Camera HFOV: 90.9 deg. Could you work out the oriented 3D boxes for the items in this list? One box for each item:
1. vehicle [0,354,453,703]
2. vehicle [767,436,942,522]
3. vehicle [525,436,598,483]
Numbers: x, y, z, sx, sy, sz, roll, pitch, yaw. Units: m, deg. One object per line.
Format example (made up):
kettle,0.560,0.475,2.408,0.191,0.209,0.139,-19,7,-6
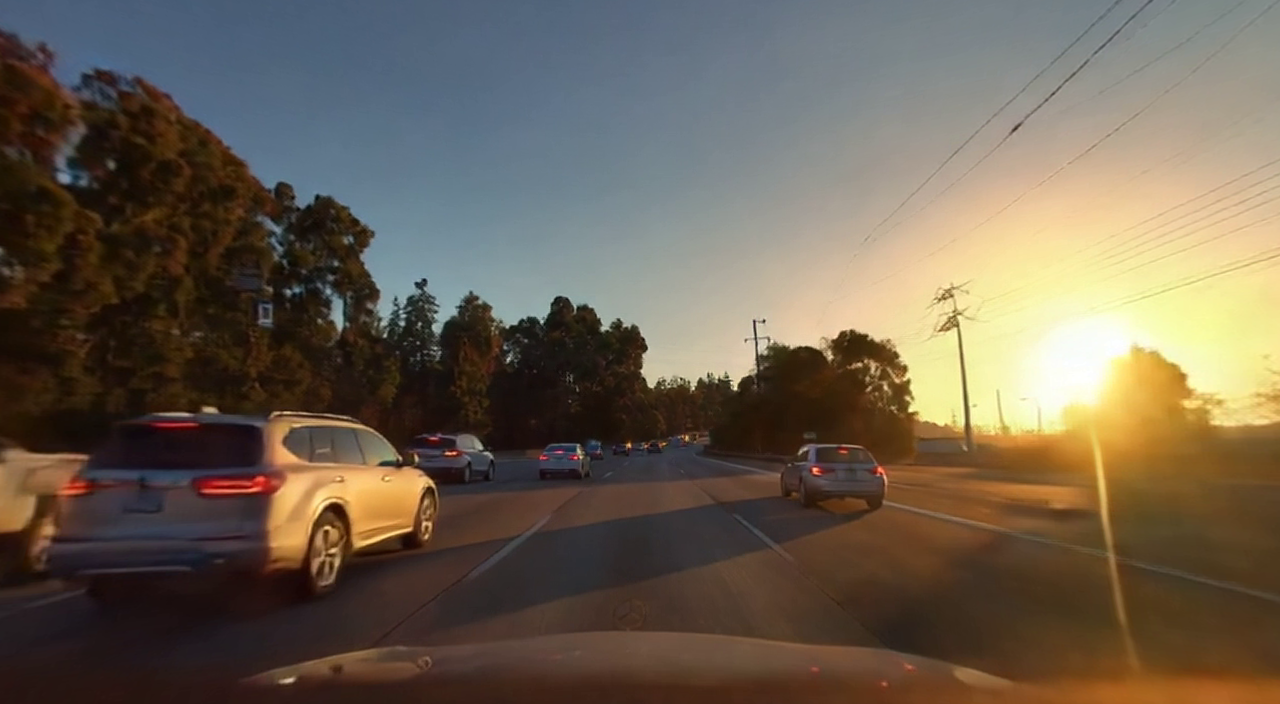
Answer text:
vehicle,-3.380,1.220,5.334,2.133,1.775,4.530,0,-8,1
vehicle,4.175,2.537,13.277,2.022,1.472,4.678,0,-8,0
vehicle,-2.950,4.139,24.624,2.133,1.668,4.505,0,-8,2
